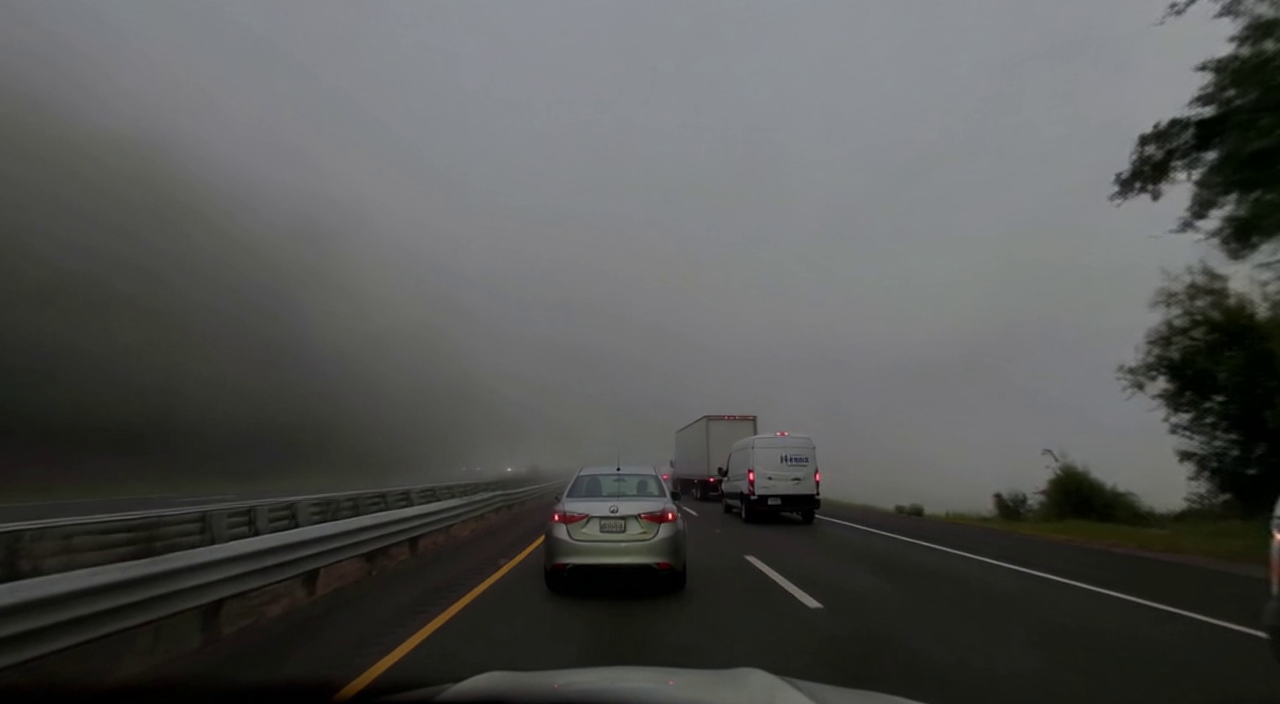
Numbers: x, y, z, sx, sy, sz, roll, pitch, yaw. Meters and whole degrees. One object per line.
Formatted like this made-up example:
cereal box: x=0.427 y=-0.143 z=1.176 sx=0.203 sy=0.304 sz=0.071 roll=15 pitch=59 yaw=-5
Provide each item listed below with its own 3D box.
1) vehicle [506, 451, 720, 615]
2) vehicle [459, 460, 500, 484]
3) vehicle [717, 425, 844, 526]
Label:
vehicle: x=-0.275 y=2.015 z=7.644 sx=1.980 sy=1.493 sz=3.410 roll=1 pitch=-11 yaw=-1
vehicle: x=-11.166 y=8.394 z=44.112 sx=1.872 sy=1.510 sz=4.266 roll=1 pitch=-11 yaw=-2
vehicle: x=3.902 y=3.648 z=18.779 sx=2.328 sy=2.537 sz=5.290 roll=1 pitch=-11 yaw=-2
